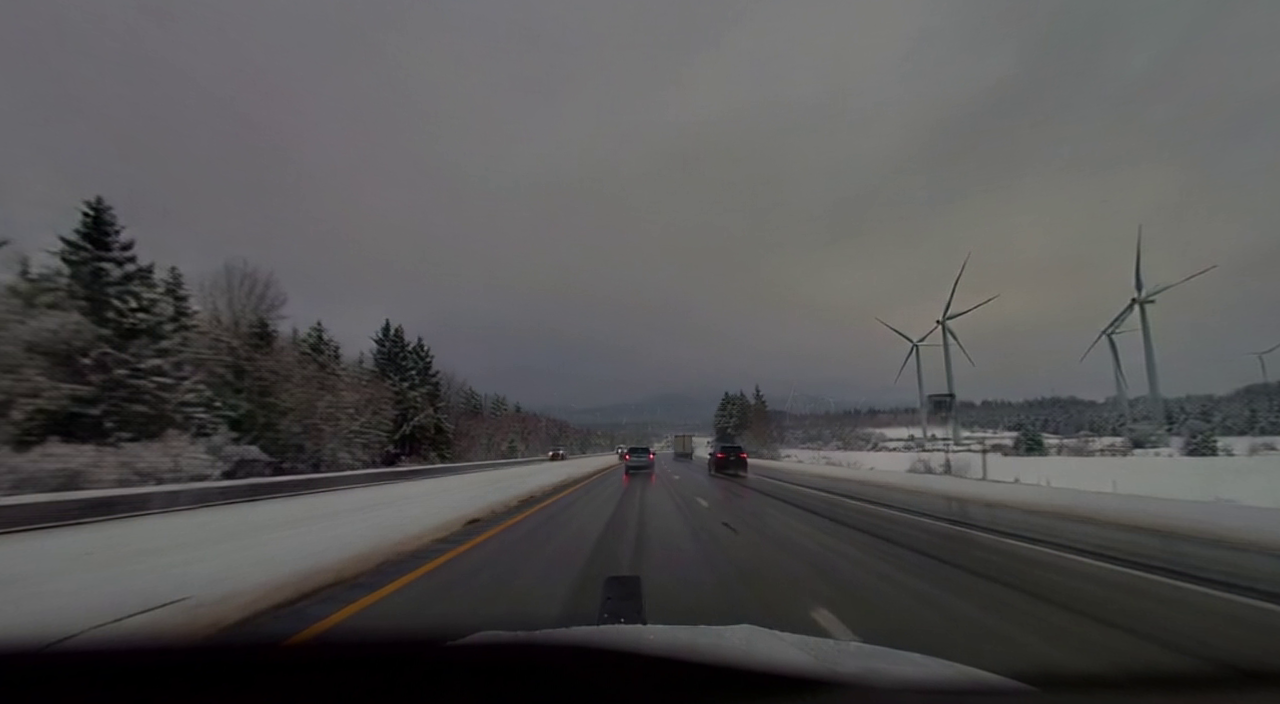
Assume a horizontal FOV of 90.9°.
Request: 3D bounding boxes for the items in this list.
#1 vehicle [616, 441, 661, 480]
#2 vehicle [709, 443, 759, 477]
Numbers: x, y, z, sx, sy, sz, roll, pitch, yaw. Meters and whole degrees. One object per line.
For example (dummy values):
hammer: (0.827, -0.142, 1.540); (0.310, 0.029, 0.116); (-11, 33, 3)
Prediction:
vehicle: (-0.045, 5.194, 30.466); (2.038, 1.723, 4.150); (0, -9, 0)
vehicle: (5.047, 5.862, 34.434); (2.040, 1.721, 4.507); (0, -9, 1)
